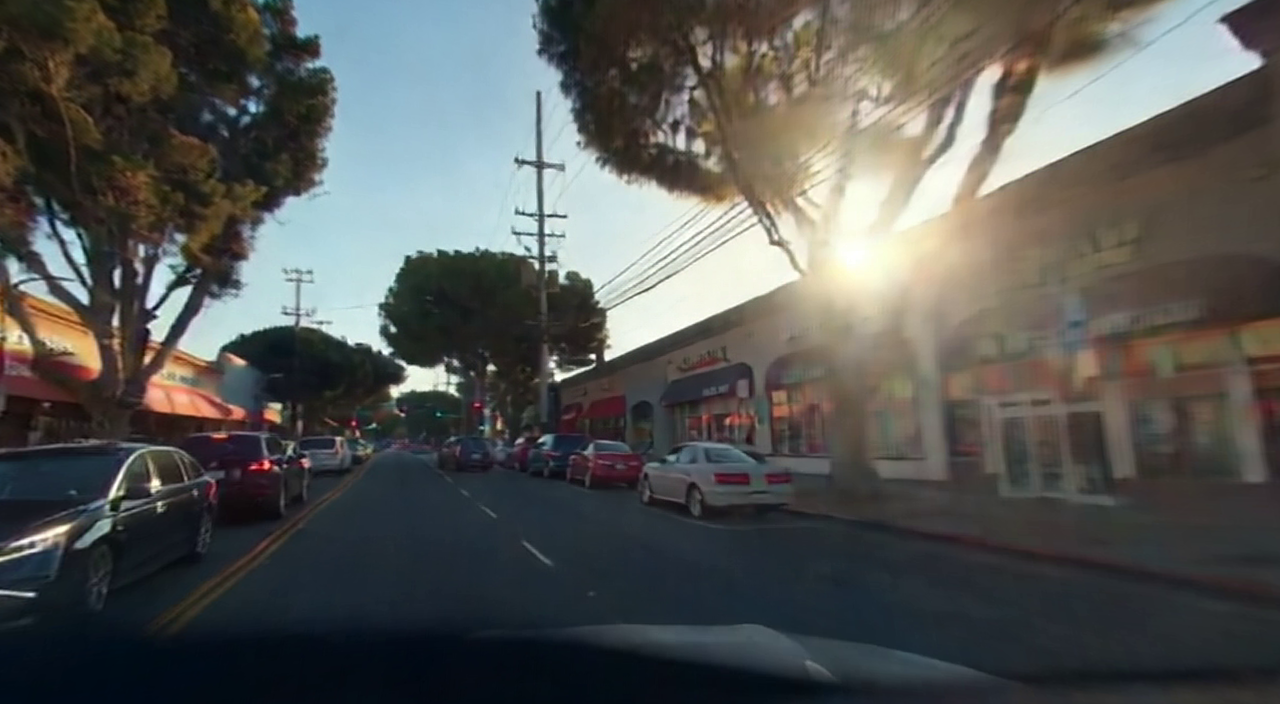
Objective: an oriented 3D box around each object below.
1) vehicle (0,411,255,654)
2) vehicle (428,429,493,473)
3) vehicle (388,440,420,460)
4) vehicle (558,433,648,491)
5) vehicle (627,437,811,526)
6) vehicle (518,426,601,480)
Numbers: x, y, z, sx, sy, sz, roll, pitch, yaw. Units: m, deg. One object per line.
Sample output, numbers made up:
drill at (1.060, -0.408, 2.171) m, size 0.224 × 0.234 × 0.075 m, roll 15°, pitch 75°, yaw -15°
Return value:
vehicle at (-5.649, 1.527, 6.340) m, size 2.087 × 1.646 × 4.563 m, roll 3°, pitch -9°, yaw -20°
vehicle at (-8.537, 4.632, 29.786) m, size 2.440 × 1.882 × 4.611 m, roll 3°, pitch -9°, yaw -21°
vehicle at (-17.508, 7.258, 46.786) m, size 2.050 × 1.400 × 4.666 m, roll 3°, pitch -9°, yaw -21°
vehicle at (-1.340, 3.615, 21.168) m, size 1.882 × 1.704 × 4.055 m, roll 3°, pitch -9°, yaw -20°
vehicle at (1.434, 2.664, 13.762) m, size 2.059 × 1.550 × 4.703 m, roll 3°, pitch -9°, yaw -20°
vehicle at (-3.437, 4.126, 26.070) m, size 2.243 × 1.992 × 5.087 m, roll 3°, pitch -9°, yaw -21°
